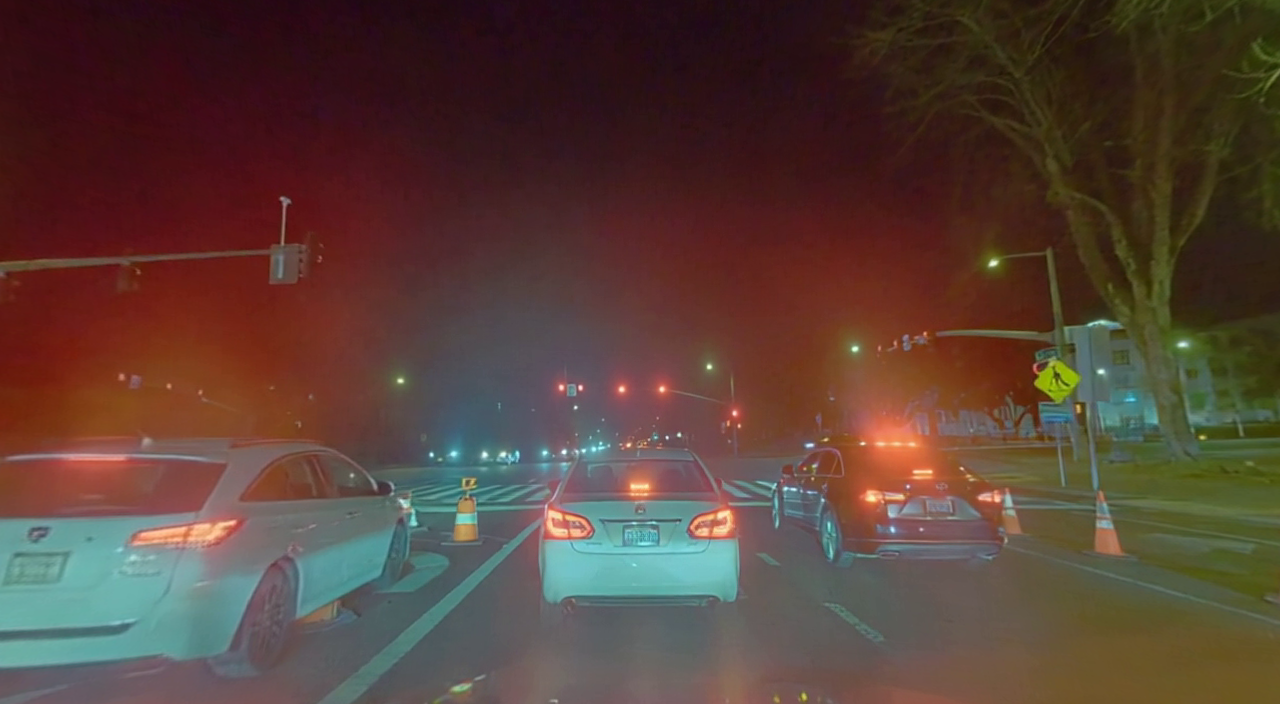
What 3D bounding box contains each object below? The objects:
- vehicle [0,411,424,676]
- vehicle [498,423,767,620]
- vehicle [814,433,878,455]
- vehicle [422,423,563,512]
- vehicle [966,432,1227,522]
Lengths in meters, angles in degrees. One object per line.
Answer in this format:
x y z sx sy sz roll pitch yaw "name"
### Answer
-3.620 1.412 5.727 1.863 1.526 4.006 0 -8 0 "vehicle"
-0.114 1.626 7.071 2.061 1.486 4.332 0 -8 -2 "vehicle"
16.053 7.160 49.186 4.211 1.659 1.983 1 -9 -6 "vehicle"
-3.300 2.710 15.216 2.096 1.789 4.719 -1 -9 2 "vehicle"
9.356 2.579 13.575 1.957 1.576 4.670 0 -9 -3 "vehicle"
